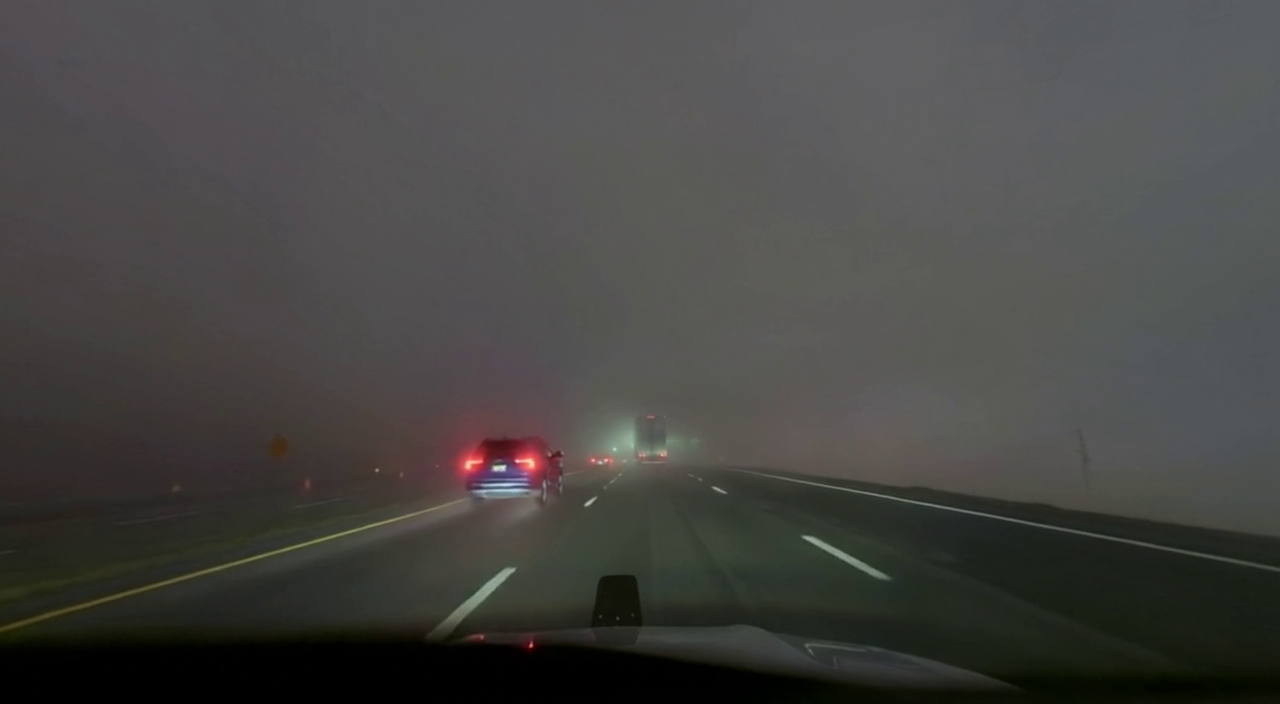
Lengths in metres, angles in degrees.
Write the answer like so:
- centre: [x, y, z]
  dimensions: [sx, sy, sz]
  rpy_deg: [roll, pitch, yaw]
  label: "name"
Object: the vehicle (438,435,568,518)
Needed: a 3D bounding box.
- centre: [-3.099, 2.939, 15.237]
  dimensions: [2.160, 1.691, 4.243]
  rpy_deg: [-1, -9, 1]
  label: "vehicle"
